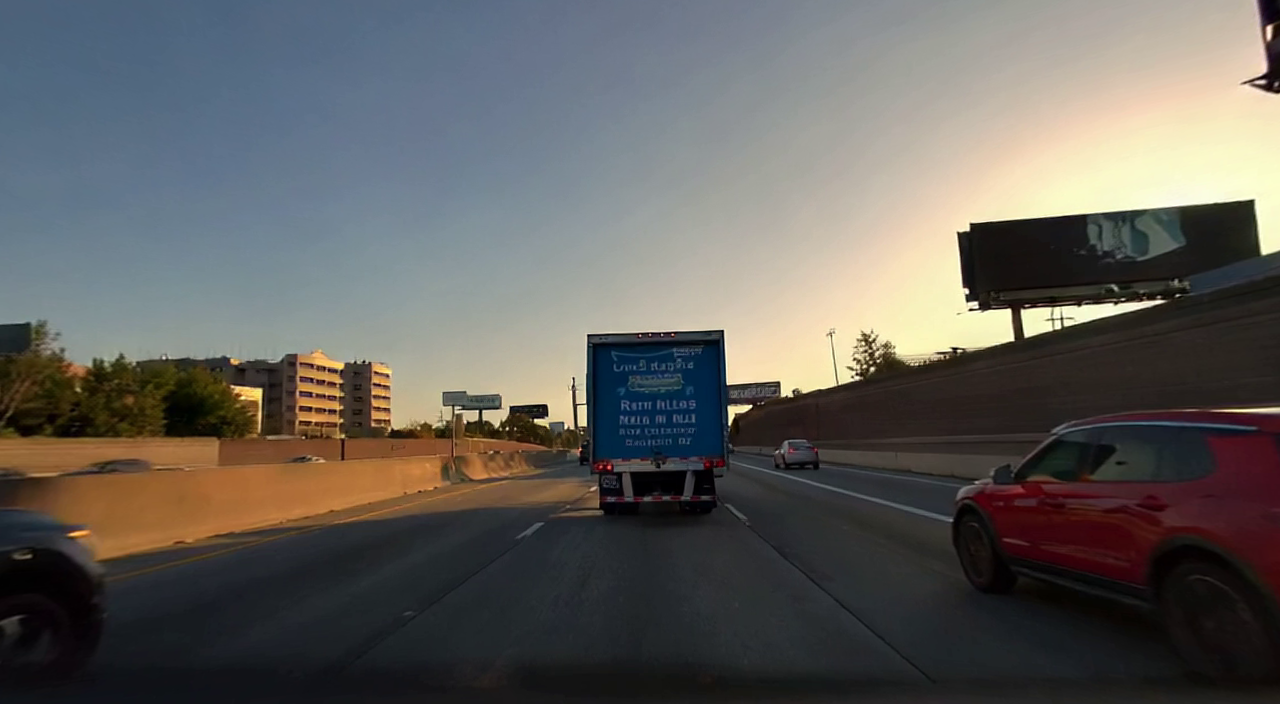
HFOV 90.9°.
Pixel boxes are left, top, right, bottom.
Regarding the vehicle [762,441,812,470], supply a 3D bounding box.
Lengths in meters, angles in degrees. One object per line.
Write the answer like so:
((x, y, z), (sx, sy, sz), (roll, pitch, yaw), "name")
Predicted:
((8.102, 5.707, 35.022), (1.931, 1.495, 3.889), (0, -8, 1), "vehicle")

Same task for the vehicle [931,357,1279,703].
((3.851, 1.033, 3.877), (2.066, 1.692, 4.339), (0, -8, 1), "vehicle")

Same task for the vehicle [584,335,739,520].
((0.574, 1.951, 15.637), (2.733, 3.296, 8.571), (-1, -8, 3), "vehicle")

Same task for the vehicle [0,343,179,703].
((-3.799, 0.663, 1.403), (2.030, 1.757, 4.509), (0, -8, 1), "vehicle")
